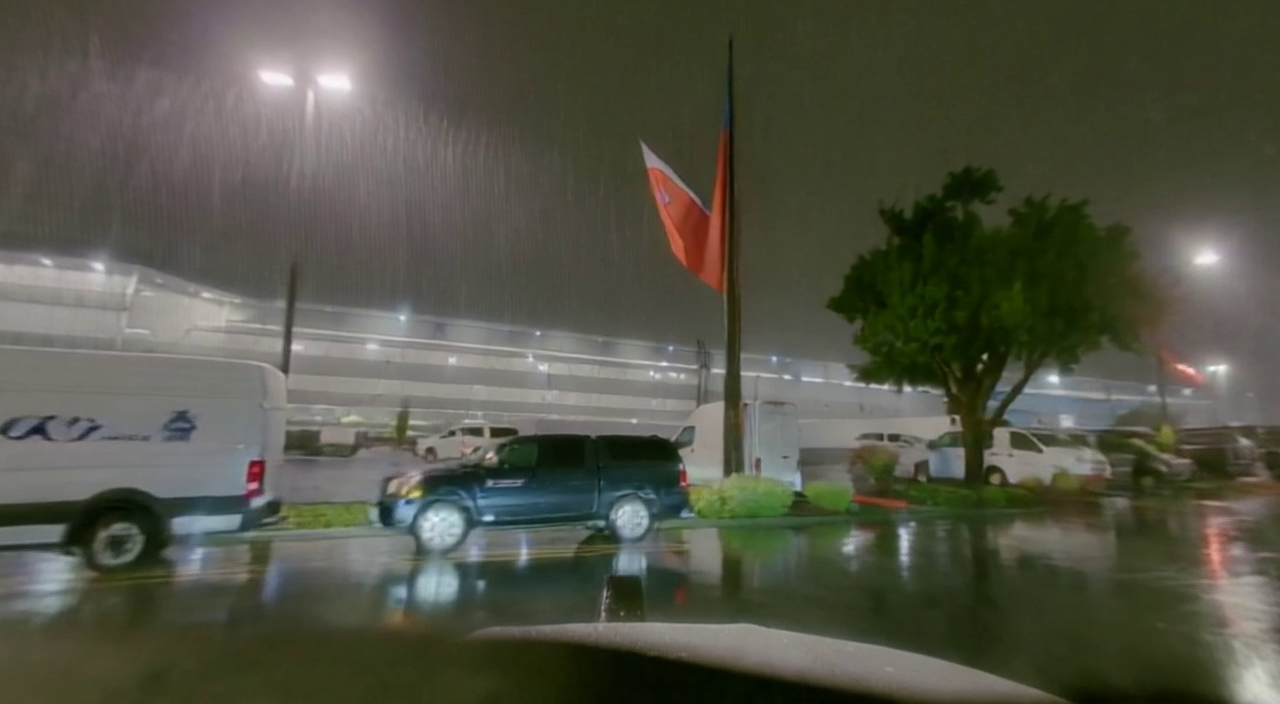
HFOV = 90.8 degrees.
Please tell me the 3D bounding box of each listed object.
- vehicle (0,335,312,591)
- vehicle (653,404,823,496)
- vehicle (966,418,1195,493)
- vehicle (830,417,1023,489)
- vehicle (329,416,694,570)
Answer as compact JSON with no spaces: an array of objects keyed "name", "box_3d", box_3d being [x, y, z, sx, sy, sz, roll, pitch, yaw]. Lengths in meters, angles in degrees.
[{"name":"vehicle","box_3d":[-7.614,1.328,7.858,5.899,2.757,2.257,3,-9,-21]},{"name":"vehicle","box_3d":[2.652,2.965,19.334,2.491,2.324,5.986,3,-9,-20]},{"name":"vehicle","box_3d":[15.450,3.637,22.858,2.242,2.227,6.505,1,-8,-21]},{"name":"vehicle","box_3d":[9.855,3.553,22.691,2.228,2.126,6.632,1,-8,-19]},{"name":"vehicle","box_3d":[-1.864,2.017,9.748,4.992,1.894,2.043,4,-8,-21]}]
